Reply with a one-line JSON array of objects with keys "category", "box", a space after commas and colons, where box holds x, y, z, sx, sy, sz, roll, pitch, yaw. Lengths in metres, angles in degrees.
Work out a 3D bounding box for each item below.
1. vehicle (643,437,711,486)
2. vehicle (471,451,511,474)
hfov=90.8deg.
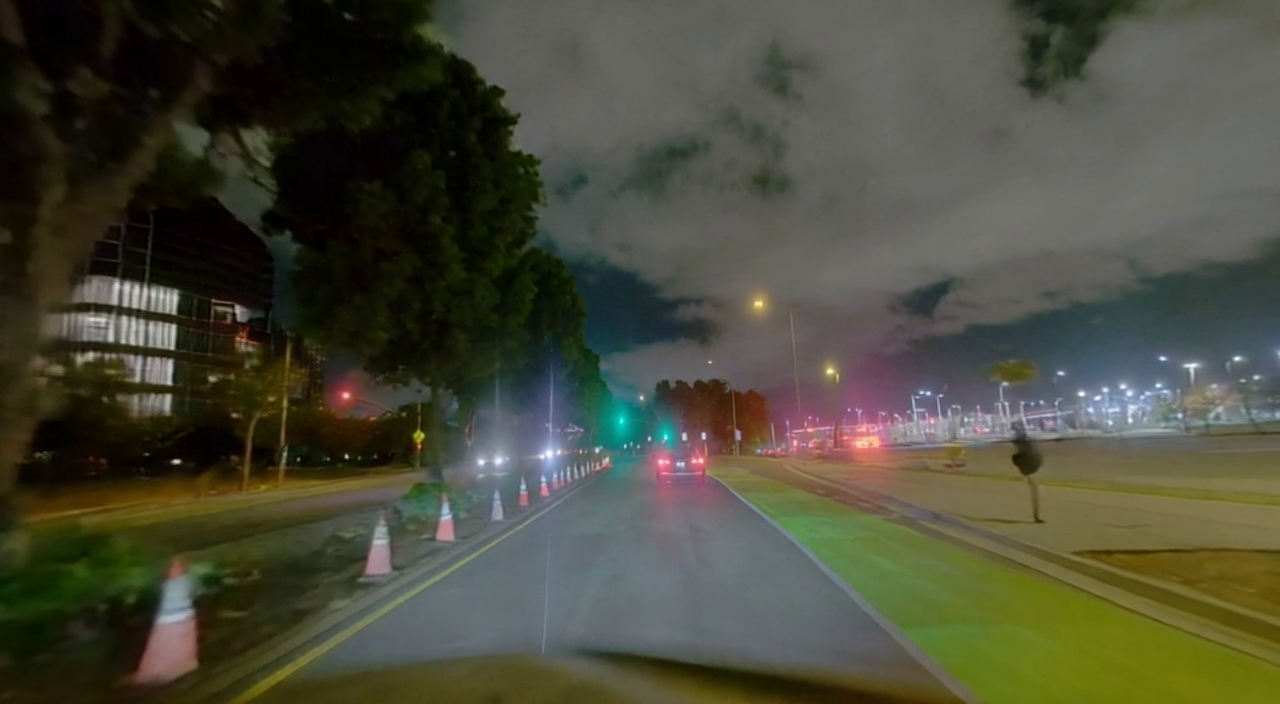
[{"category": "vehicle", "box": [1.214, 3.755, 22.029, 2.114, 1.493, 4.430, 0, -8, 1]}, {"category": "vehicle", "box": [-10.779, 7.993, 46.003, 2.010, 1.487, 4.427, 0, -8, -2]}]
